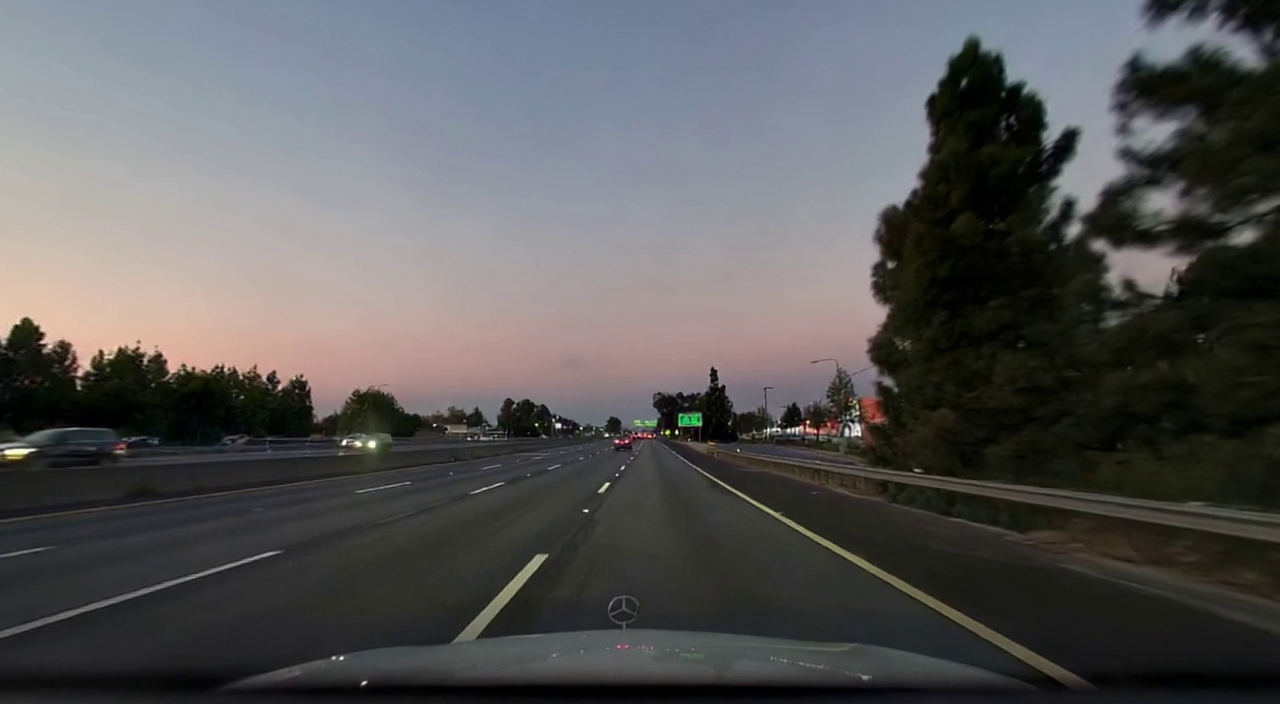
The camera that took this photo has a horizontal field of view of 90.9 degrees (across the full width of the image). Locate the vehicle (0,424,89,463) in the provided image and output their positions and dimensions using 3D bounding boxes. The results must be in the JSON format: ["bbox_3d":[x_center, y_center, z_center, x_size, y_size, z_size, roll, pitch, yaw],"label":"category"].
[{"bbox_3d":[-25.141,3.774,25.890,1.799,1.466,3.554,0,-9,-2],"label":"vehicle"}]
